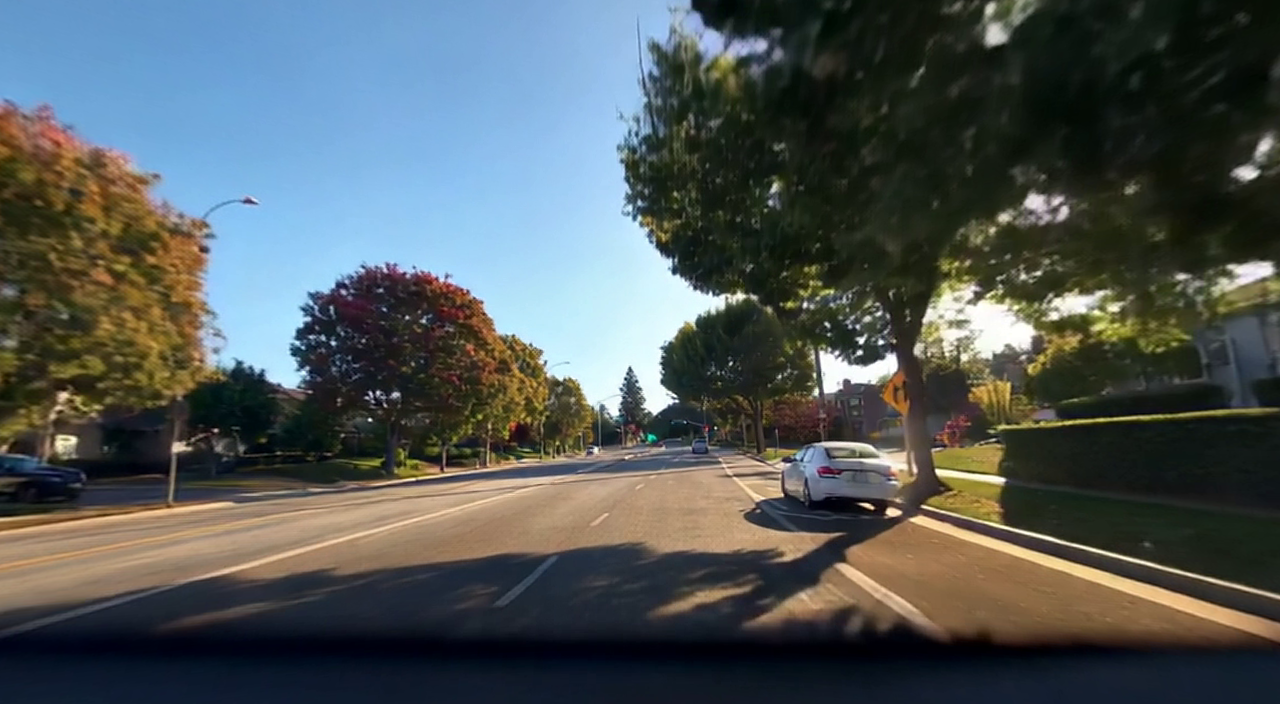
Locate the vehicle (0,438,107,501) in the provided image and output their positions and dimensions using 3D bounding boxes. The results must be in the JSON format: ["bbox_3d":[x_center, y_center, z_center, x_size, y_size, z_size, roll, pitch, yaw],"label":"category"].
[{"bbox_3d":[-22.477,4.145,22.429,5.134,2.110,2.040,0,-8,0],"label":"vehicle"}]

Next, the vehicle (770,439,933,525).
[{"bbox_3d":[4.123,2.576,13.248,1.993,1.457,4.599,-1,-8,3],"label":"vehicle"}]
